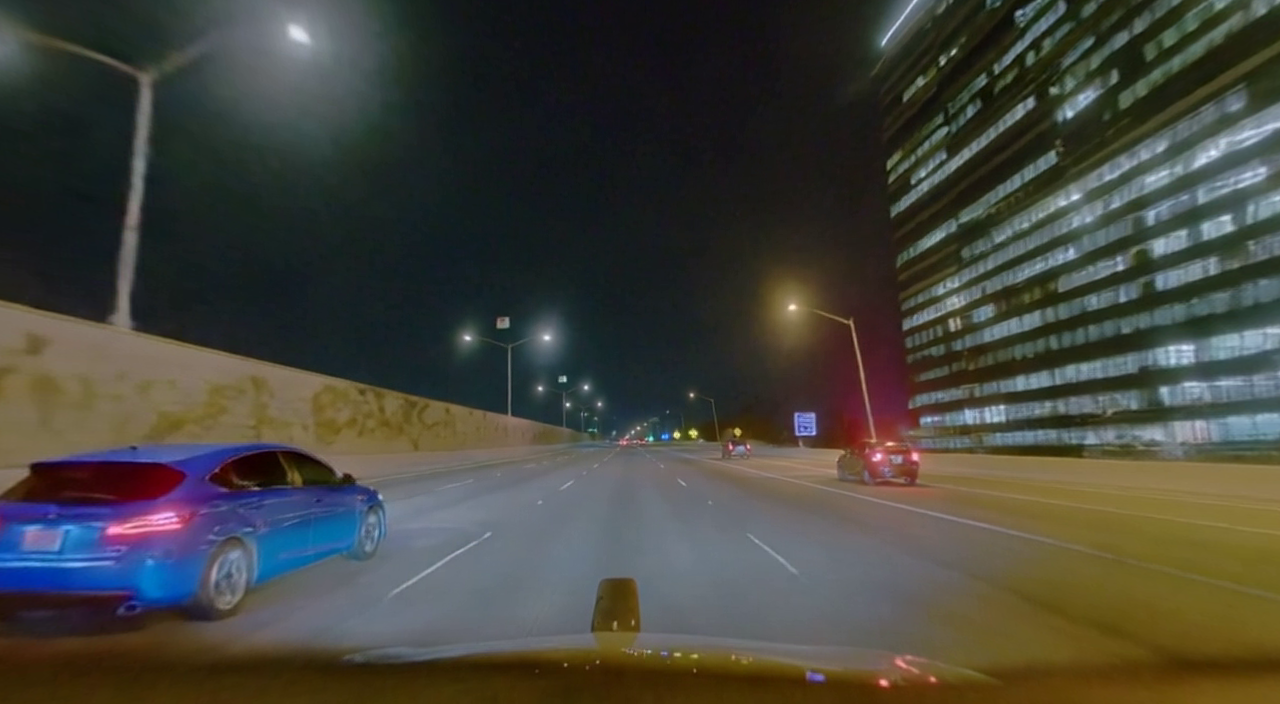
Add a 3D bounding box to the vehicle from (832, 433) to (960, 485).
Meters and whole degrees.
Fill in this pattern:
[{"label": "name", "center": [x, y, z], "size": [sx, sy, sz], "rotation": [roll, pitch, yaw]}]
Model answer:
[{"label": "vehicle", "center": [8.909, 3.756, 22.610], "size": [2.165, 1.636, 5.175], "rotation": [0, -8, -3]}]
